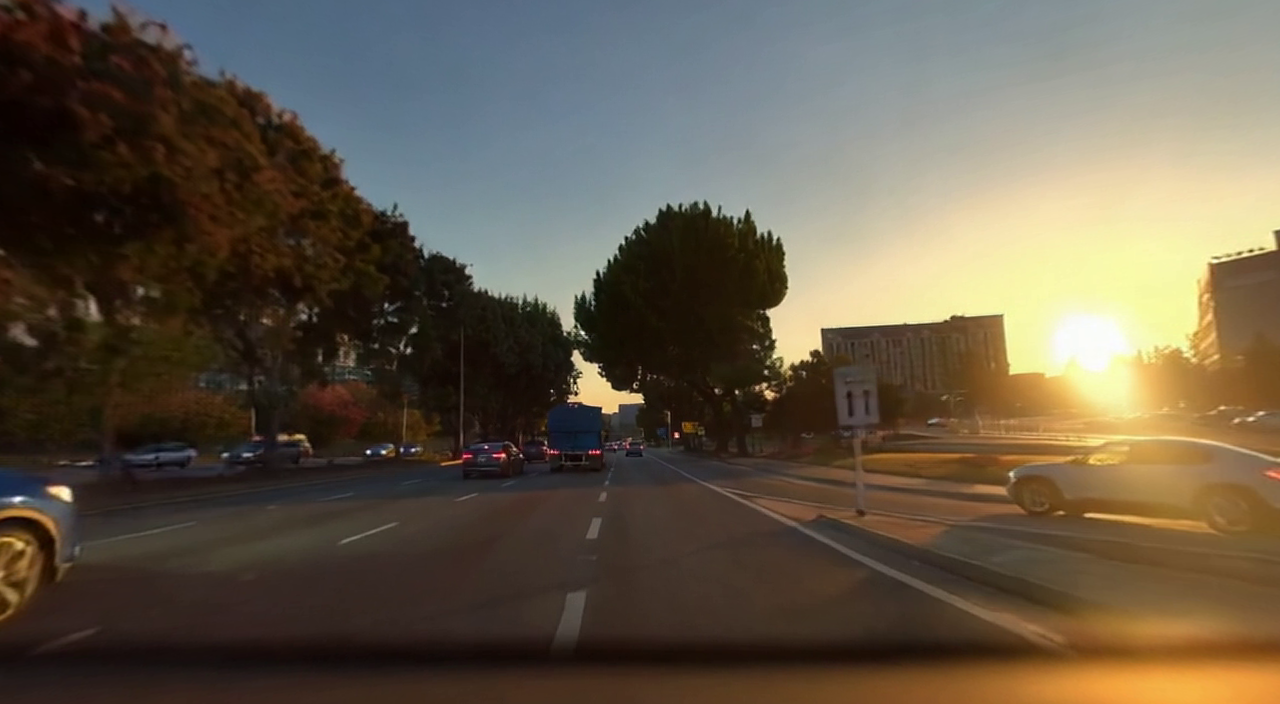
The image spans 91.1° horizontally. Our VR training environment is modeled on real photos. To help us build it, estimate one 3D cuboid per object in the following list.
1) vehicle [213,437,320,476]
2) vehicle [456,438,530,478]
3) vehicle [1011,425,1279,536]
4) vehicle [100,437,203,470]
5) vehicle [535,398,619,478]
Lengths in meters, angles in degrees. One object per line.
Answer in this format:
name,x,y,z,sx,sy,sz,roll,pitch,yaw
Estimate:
vehicle,-15.719,4.412,26.786,2.026,1.523,4.584,1,-9,-5
vehicle,-5.809,4.234,25.292,2.023,1.483,4.143,0,-9,-1
vehicle,9.834,2.238,11.429,2.140,1.685,4.720,6,-10,-34
vehicle,-32.524,6.802,42.118,2.239,2.033,5.849,0,-9,-1
vehicle,-2.511,3.782,27.397,2.993,3.051,6.692,0,-9,-1
